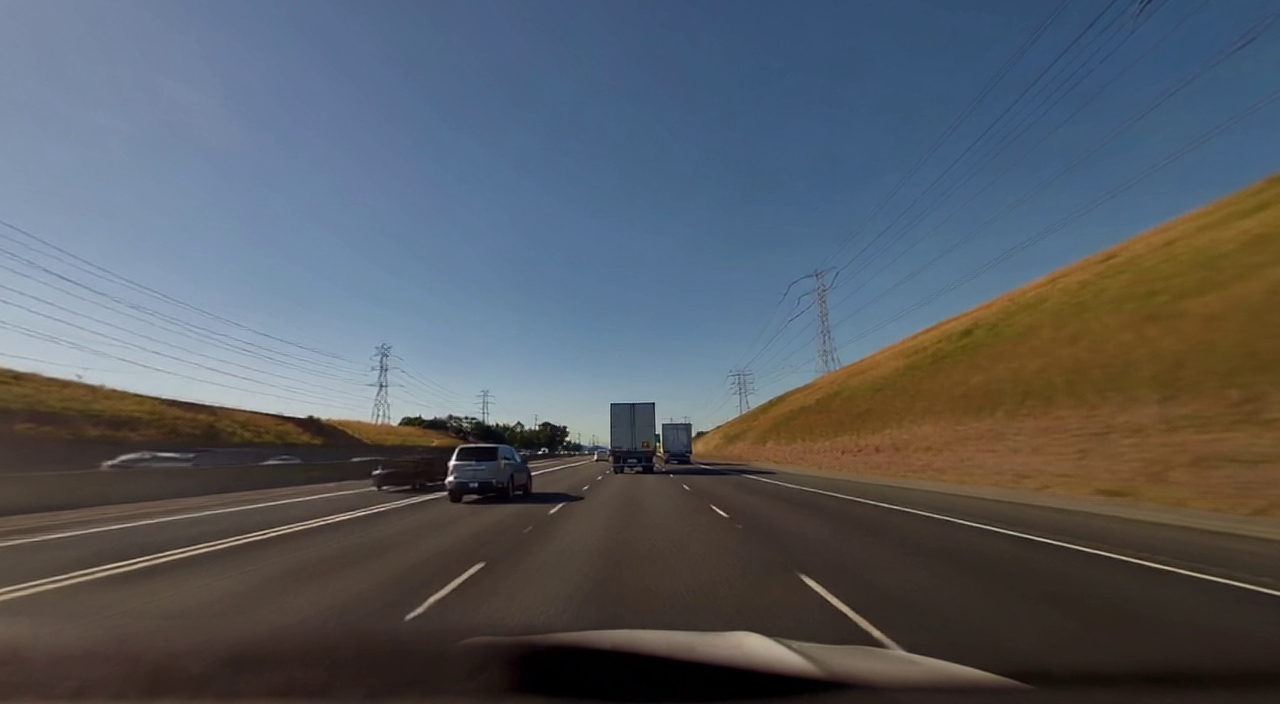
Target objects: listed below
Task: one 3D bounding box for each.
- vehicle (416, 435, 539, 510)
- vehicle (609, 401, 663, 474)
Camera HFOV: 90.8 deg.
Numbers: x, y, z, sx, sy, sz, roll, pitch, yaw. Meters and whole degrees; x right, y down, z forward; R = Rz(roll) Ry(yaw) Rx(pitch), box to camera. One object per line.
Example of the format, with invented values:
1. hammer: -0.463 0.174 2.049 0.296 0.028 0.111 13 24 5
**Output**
1. vehicle: -4.015 3.052 16.458 2.050 1.679 4.253 0 -9 0
2. vehicle: -0.229 5.526 40.189 2.985 4.025 10.982 0 -9 0
